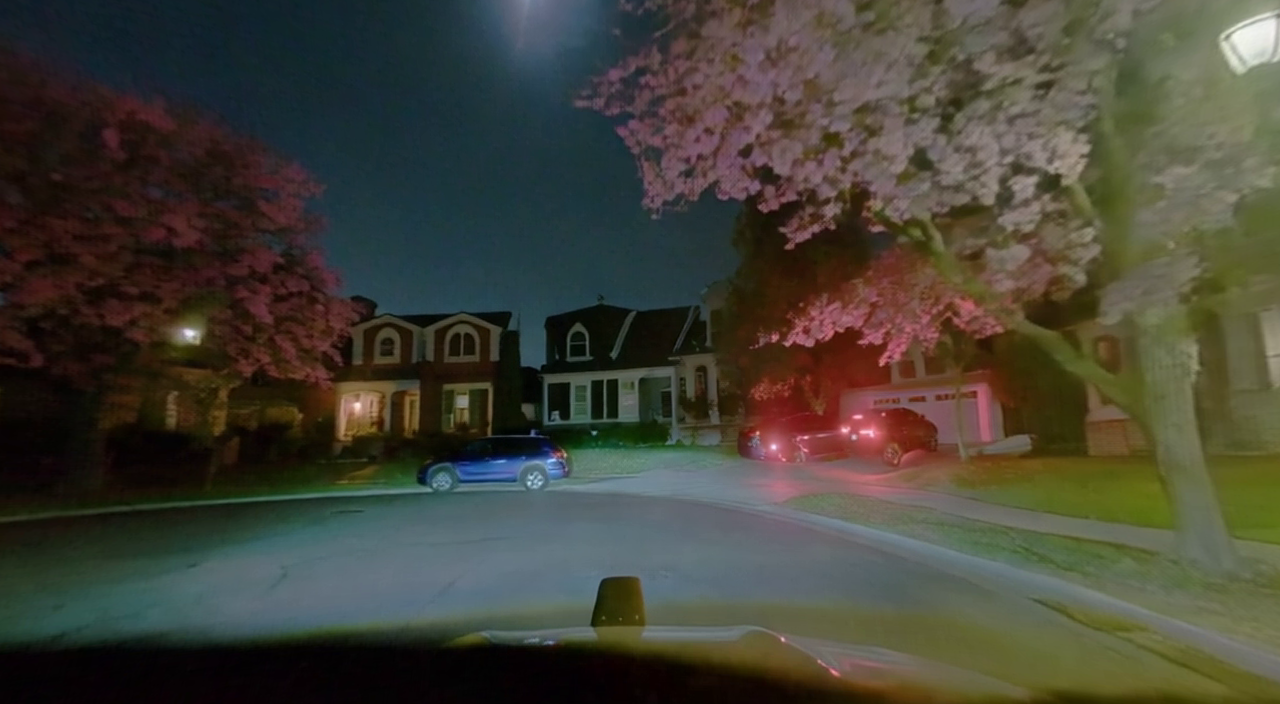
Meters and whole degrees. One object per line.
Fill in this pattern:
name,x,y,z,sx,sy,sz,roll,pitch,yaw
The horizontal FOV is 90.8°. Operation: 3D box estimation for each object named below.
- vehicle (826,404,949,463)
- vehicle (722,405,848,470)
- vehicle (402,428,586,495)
vehicle,8.454,2.785,21.426,4.495,1.773,2.152,8,-11,-44
vehicle,5.135,2.922,22.016,2.310,1.701,4.280,-9,-5,42
vehicle,-4.260,3.224,18.856,4.815,1.827,2.147,-1,-9,10
